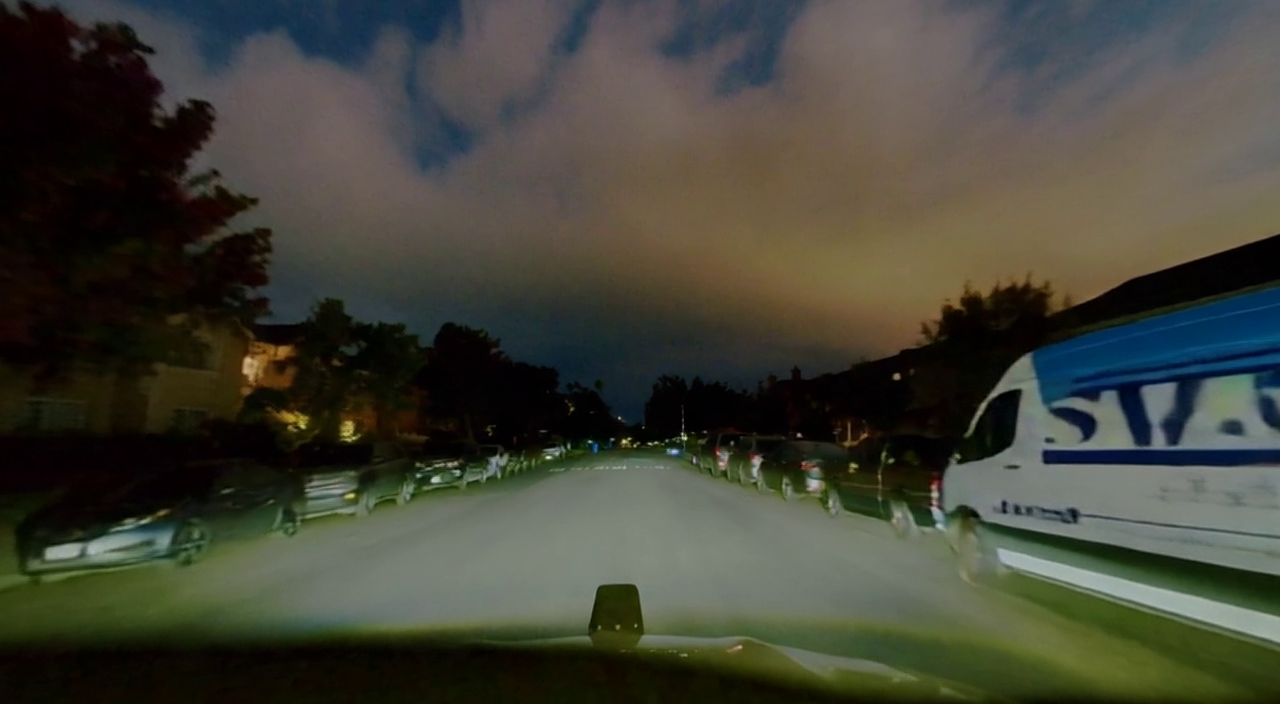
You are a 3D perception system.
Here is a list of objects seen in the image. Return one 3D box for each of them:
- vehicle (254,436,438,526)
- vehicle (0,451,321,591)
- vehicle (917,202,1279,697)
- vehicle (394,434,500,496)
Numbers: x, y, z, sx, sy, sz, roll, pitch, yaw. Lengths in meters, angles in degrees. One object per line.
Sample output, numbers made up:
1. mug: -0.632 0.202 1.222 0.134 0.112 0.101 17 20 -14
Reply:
1. vehicle: -7.032 3.119 16.016 2.162 1.846 5.426 0 -8 -1
2. vehicle: -6.873 2.298 9.578 1.828 1.468 4.738 -2 -8 -3
3. vehicle: 4.516 0.686 4.517 2.178 2.656 5.712 0 -9 -3
4. vehicle: -7.061 4.181 23.932 2.195 2.023 6.055 0 -8 -1
